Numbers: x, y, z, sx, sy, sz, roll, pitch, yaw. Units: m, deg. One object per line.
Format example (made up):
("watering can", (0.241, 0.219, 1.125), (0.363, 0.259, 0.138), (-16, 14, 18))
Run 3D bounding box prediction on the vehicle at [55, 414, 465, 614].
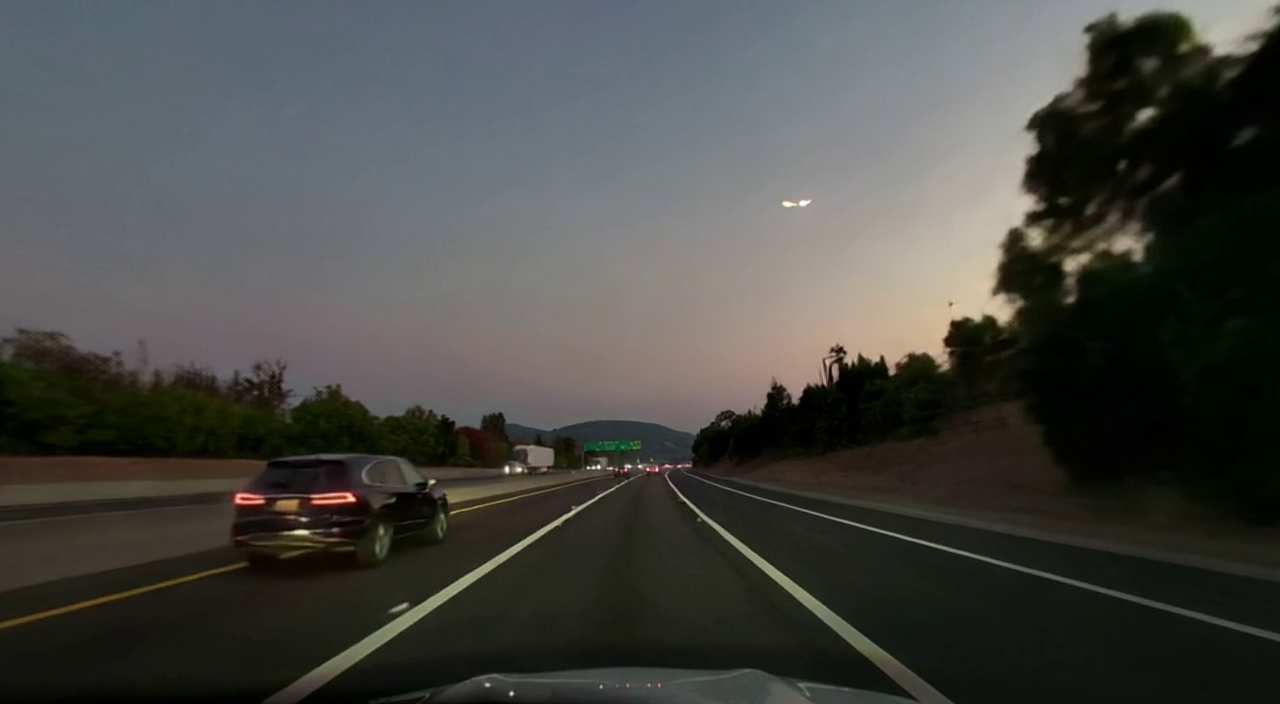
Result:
("vehicle", (-3.908, 1.812, 7.797), (2.053, 1.657, 4.725), (1, -10, 0))
